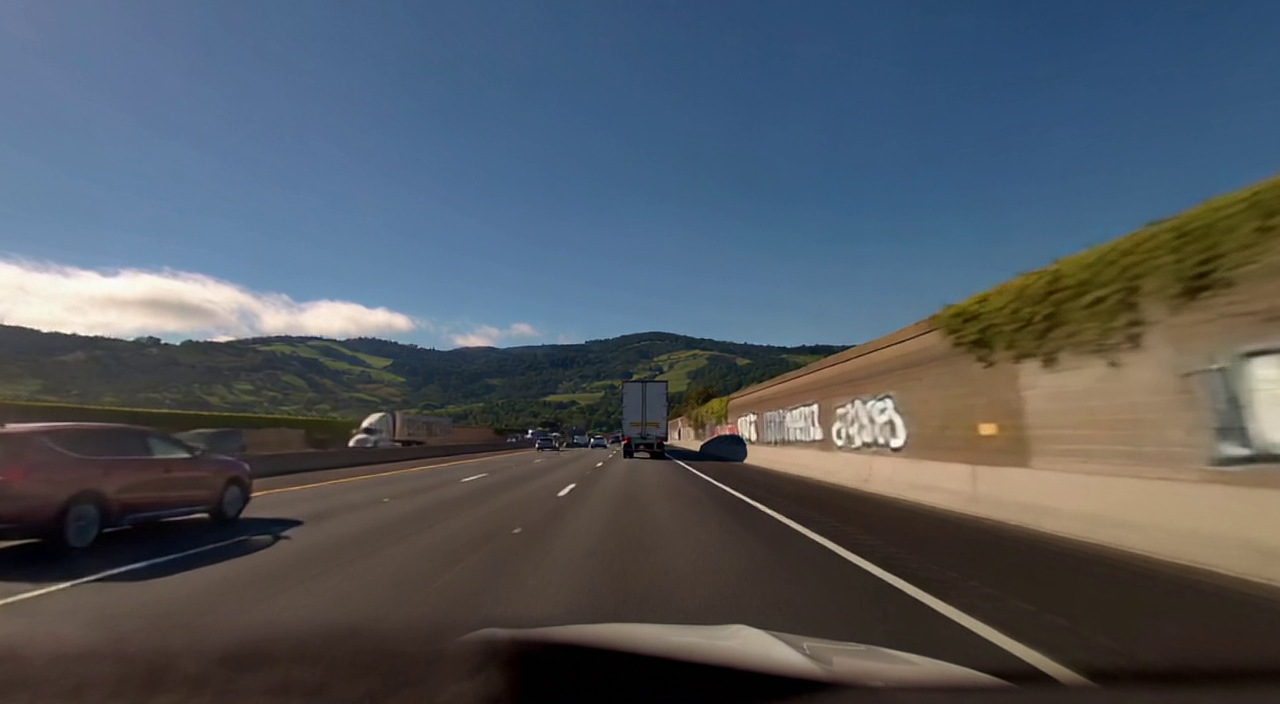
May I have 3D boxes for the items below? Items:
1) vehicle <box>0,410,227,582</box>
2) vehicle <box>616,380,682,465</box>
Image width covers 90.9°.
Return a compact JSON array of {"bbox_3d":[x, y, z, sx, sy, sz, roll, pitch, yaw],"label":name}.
[{"bbox_3d":[-6.733,1.390,6.406,1.982,1.535,4.519,0,-8,0],"label":"vehicle"},{"bbox_3d":[0.200,3.872,33.620,2.921,3.765,10.773,1,-8,-2],"label":"vehicle"}]
